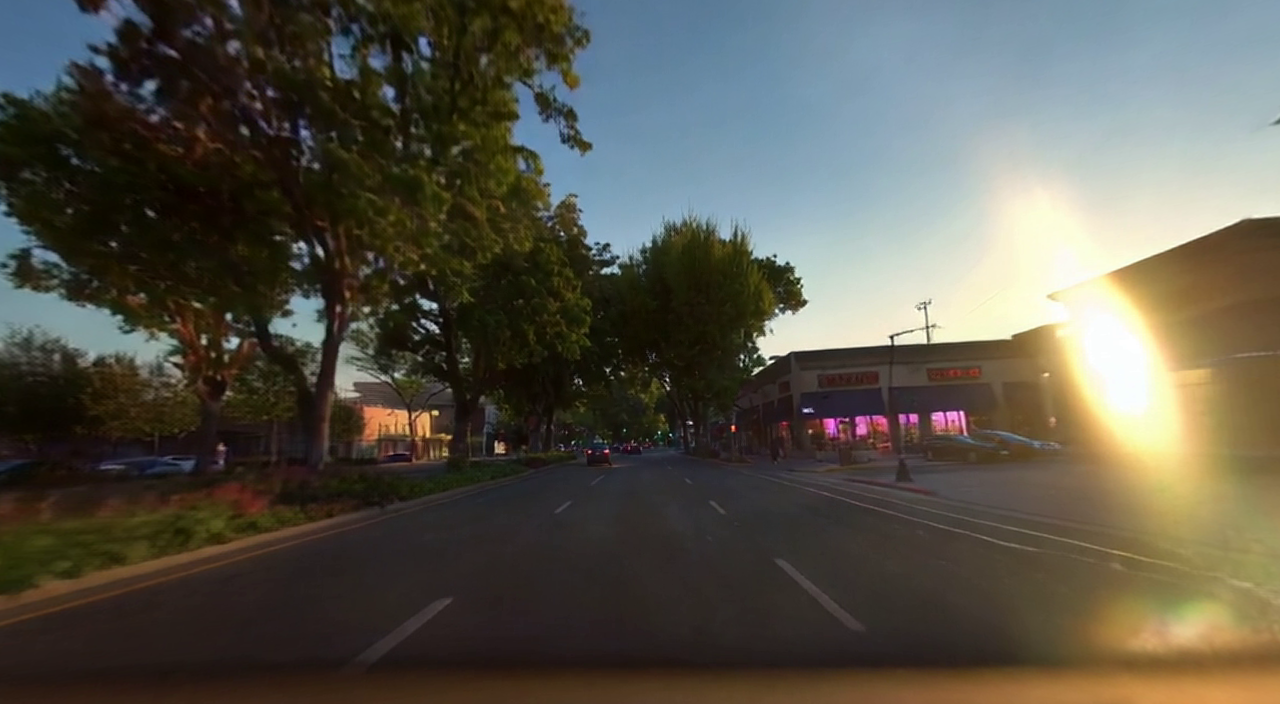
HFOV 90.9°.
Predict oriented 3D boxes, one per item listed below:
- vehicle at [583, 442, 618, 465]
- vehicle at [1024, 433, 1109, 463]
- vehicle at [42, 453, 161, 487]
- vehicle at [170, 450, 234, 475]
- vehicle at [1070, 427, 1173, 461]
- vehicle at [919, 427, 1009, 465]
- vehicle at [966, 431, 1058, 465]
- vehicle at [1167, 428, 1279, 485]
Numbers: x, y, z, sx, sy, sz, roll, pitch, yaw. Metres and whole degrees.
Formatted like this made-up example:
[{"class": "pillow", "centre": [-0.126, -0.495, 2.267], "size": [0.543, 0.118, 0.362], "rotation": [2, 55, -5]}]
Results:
[{"class": "vehicle", "centre": [-2.741, 7.149, 44.557], "size": [2.082, 1.460, 4.442], "rotation": [0, -8, 1]}, {"class": "vehicle", "centre": [22.610, 5.074, 33.585], "size": [1.828, 1.450, 3.730], "rotation": [-2, -8, -1]}, {"class": "vehicle", "centre": [-27.616, 6.038, 32.557], "size": [1.910, 1.498, 4.703], "rotation": [0, -8, 2]}, {"class": "vehicle", "centre": [-31.327, 7.877, 45.212], "size": [1.830, 1.663, 4.166], "rotation": [1, -8, -6]}, {"class": "vehicle", "centre": [25.524, 4.889, 33.616], "size": [2.024, 1.683, 4.322], "rotation": [0, -8, 0]}, {"class": "vehicle", "centre": [17.089, 4.997, 33.592], "size": [2.038, 1.827, 4.870], "rotation": [0, -8, -2]}, {"class": "vehicle", "centre": [19.747, 5.087, 33.708], "size": [2.074, 1.607, 4.465], "rotation": [-2, -8, -1]}, {"class": "vehicle", "centre": [17.515, 2.824, 17.194], "size": [4.546, 1.417, 1.932], "rotation": [0, -8, -2]}]
